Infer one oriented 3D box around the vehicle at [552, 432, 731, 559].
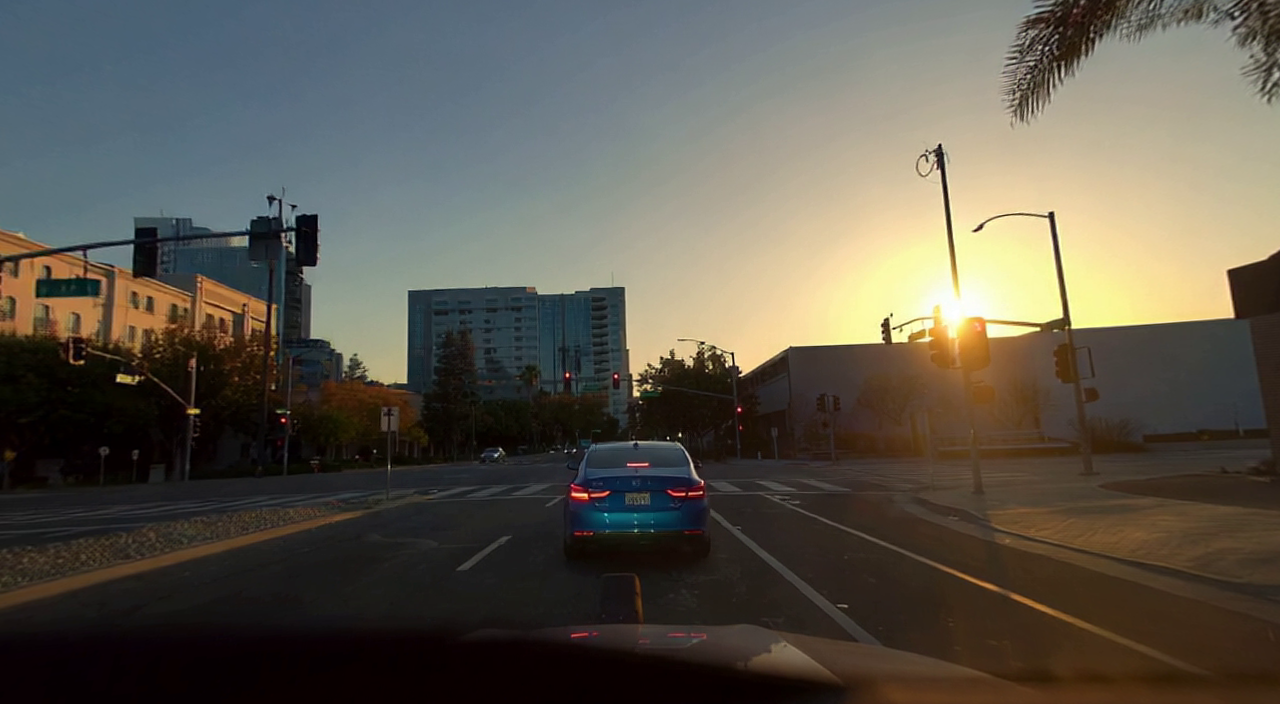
[{"bbox_3d":[-0.018,1.997,9.505,2.107,1.470,3.974,0,-9,-1],"label":"vehicle"}]
